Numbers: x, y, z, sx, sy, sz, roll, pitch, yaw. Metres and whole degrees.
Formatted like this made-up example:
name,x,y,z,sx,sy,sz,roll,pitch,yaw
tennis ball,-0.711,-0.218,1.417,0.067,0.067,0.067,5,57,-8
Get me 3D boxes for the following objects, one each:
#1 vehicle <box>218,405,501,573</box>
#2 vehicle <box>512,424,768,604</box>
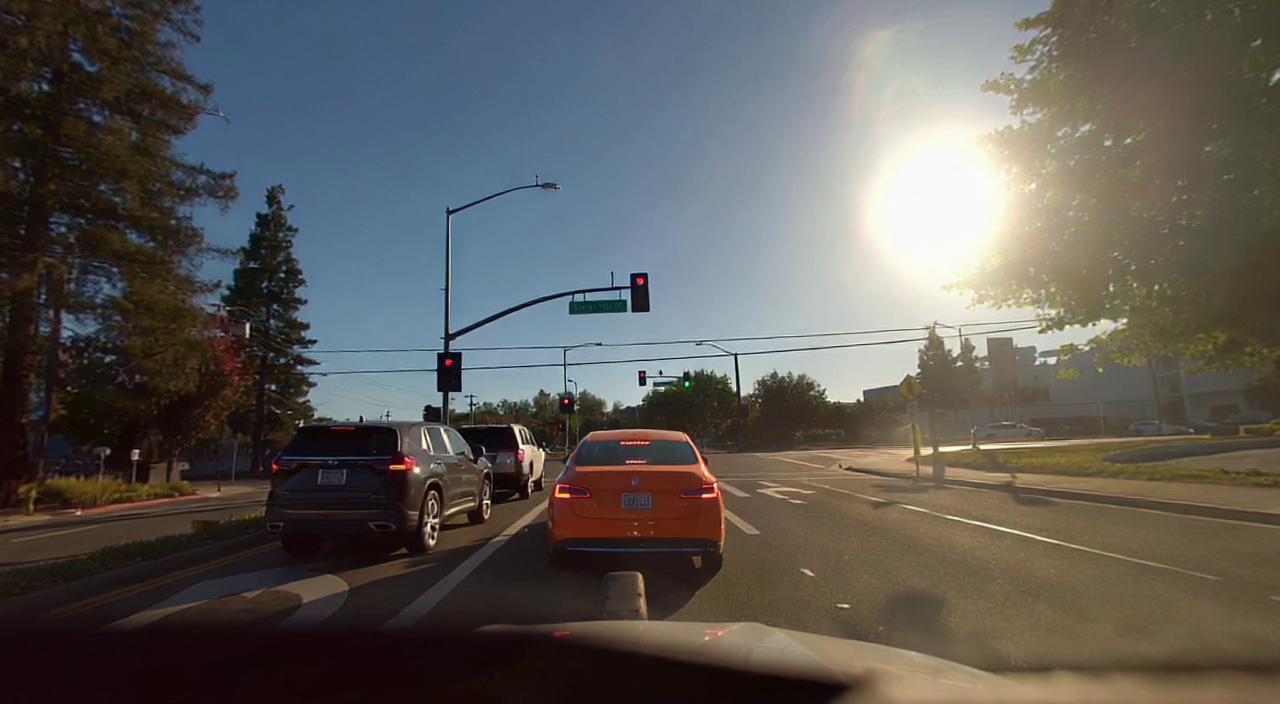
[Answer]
name,x,y,z,sx,sy,sz,roll,pitch,yaw
vehicle,-3.424,1.754,8.824,2.046,1.751,4.208,0,-8,-1
vehicle,-0.053,1.642,7.312,2.126,1.475,3.967,0,-8,-2
